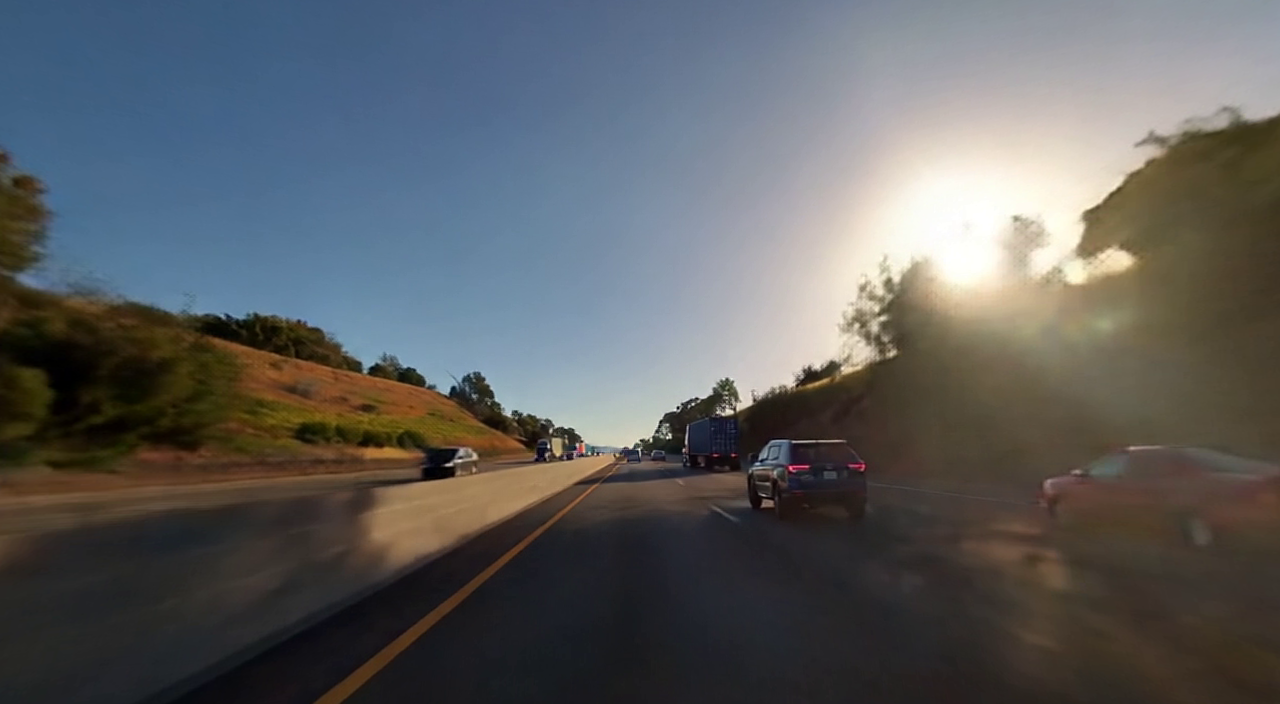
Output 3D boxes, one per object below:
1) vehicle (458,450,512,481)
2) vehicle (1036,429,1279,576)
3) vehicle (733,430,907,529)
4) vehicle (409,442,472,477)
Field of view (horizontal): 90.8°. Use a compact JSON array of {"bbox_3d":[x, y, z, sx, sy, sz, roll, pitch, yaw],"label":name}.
[{"bbox_3d":[-7.704,5.625,31.627,1.760,1.437,3.634,0,-9,0],"label":"vehicle"},{"bbox_3d":[7.445,1.739,7.803,2.024,1.471,4.618,0,-9,-1],"label":"vehicle"},{"bbox_3d":[3.409,2.522,13.044,2.130,1.658,4.537,0,-9,-2],"label":"vehicle"},{"bbox_3d":[-11.803,6.376,37.704,2.095,1.901,5.025,0,-9,0],"label":"vehicle"}]
